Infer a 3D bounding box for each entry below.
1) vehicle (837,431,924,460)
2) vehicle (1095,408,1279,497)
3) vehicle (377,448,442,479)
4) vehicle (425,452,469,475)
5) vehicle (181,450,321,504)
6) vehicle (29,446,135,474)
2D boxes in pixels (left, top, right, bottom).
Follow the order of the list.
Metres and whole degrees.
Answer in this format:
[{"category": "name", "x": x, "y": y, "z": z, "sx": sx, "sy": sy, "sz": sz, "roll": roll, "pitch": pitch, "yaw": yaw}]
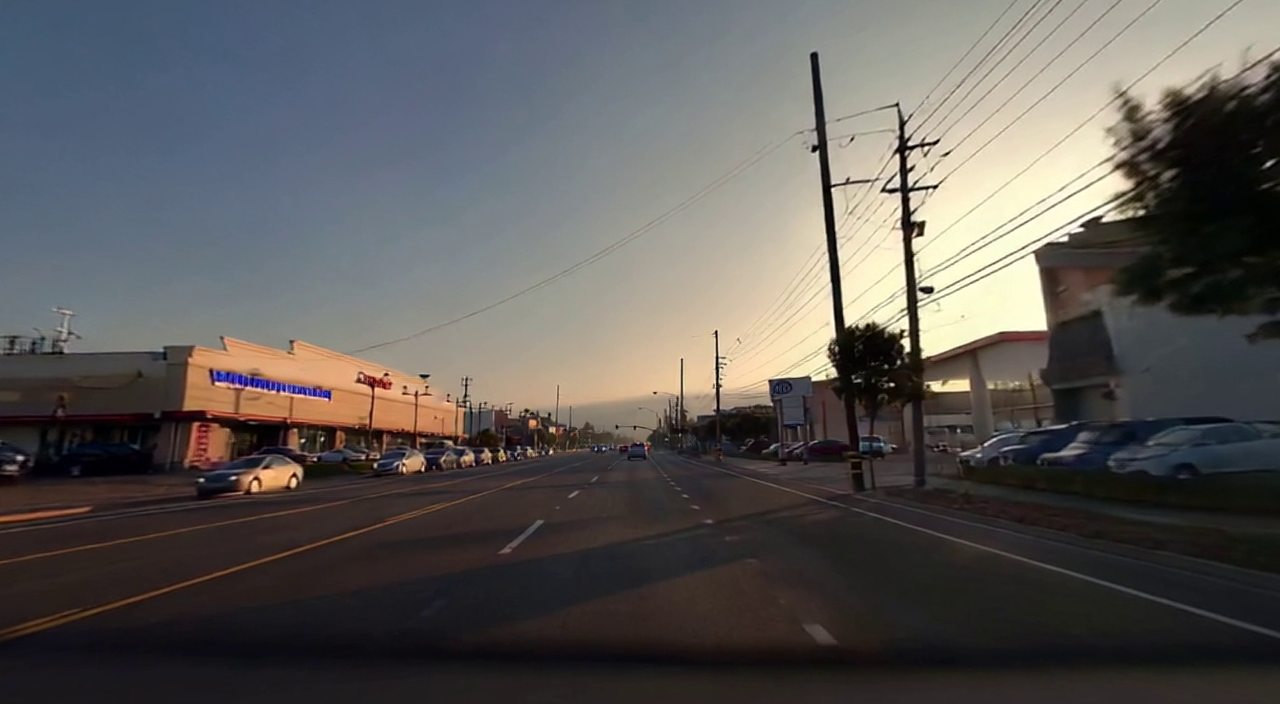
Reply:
[{"category": "vehicle", "x": 15.336, "y": 5.981, "z": 40.492, "sx": 4.667, "sy": 1.775, "sz": 2.199, "roll": 0, "pitch": -9, "yaw": -1}, {"category": "vehicle", "x": 13.319, "y": 2.208, "z": 14.018, "sx": 4.758, "sy": 1.811, "sz": 2.036, "roll": 0, "pitch": -9, "yaw": 0}, {"category": "vehicle", "x": -13.776, "y": 6.668, "z": 38.086, "sx": 2.014, "sy": 1.523, "sz": 5.092, "roll": -3, "pitch": -8, "yaw": 1}, {"category": "vehicle", "x": -13.646, "y": 7.886, "z": 44.885, "sx": 1.791, "sy": 1.377, "sz": 4.807, "roll": -2, "pitch": -8, "yaw": -1}, {"category": "vehicle", "x": -13.678, "y": 4.360, "z": 22.671, "sx": 1.955, "sy": 1.549, "sz": 5.009, "roll": -2, "pitch": -8, "yaw": -1}, {"category": "vehicle", "x": -37.544, "y": 7.269, "z": 42.684, "sx": 4.800, "sy": 1.776, "sz": 2.060, "roll": 4, "pitch": -10, "yaw": -25}]
